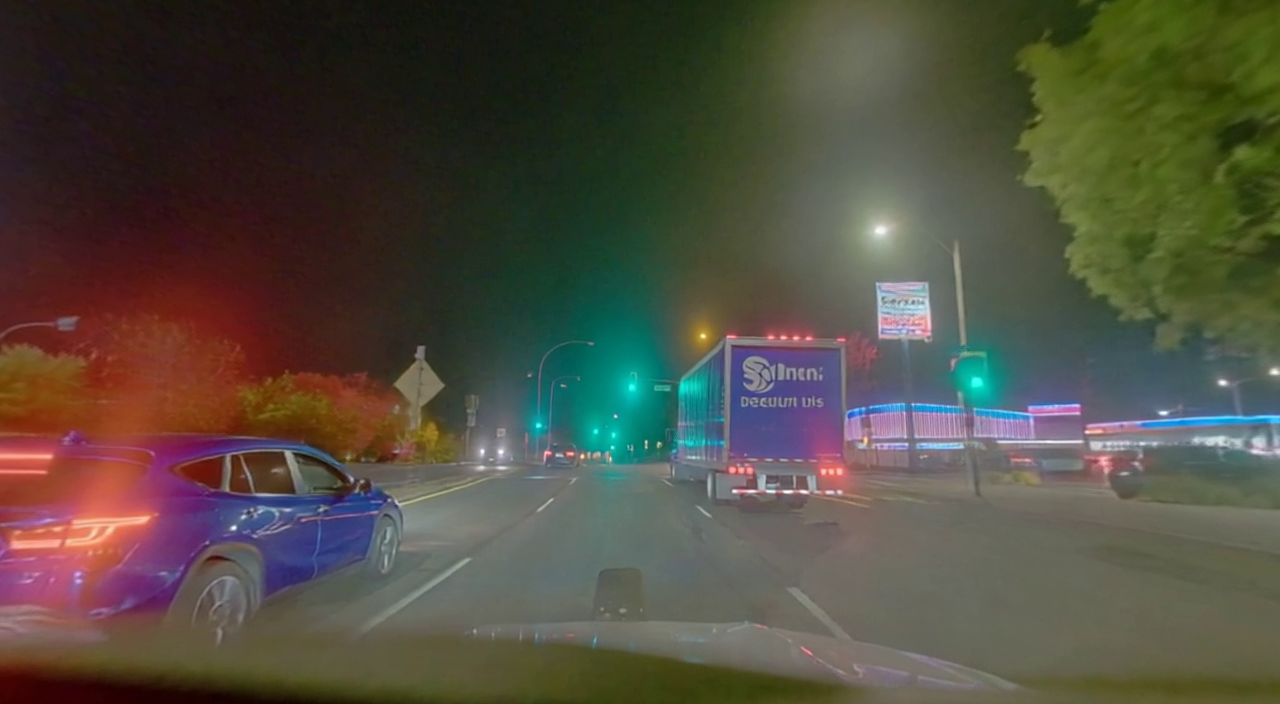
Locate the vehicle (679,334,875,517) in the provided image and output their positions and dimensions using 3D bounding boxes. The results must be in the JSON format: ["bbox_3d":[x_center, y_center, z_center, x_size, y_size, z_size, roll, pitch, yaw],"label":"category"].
[{"bbox_3d":[2.995,2.066,16.807,2.905,3.644,8.441,0,-9,-3],"label":"vehicle"}]

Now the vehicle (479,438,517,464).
[{"bbox_3d":[-10.701,7.508,47.740,2.374,1.863,4.751,1,-9,-7],"label":"vehicle"}]

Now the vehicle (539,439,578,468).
[{"bbox_3d":[-5.368,6.739,41.823,2.388,1.811,4.455,1,-9,-5],"label":"vehicle"}]

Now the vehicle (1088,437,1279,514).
[{"bbox_3d":[16.267,3.390,17.429,5.670,1.895,2.219,-1,-8,16],"label":"vehicle"}]

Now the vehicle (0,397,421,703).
[{"bbox_3d":[-3.423,1.274,4.852,1.828,1.515,4.422,0,-8,0],"label":"vehicle"}]
